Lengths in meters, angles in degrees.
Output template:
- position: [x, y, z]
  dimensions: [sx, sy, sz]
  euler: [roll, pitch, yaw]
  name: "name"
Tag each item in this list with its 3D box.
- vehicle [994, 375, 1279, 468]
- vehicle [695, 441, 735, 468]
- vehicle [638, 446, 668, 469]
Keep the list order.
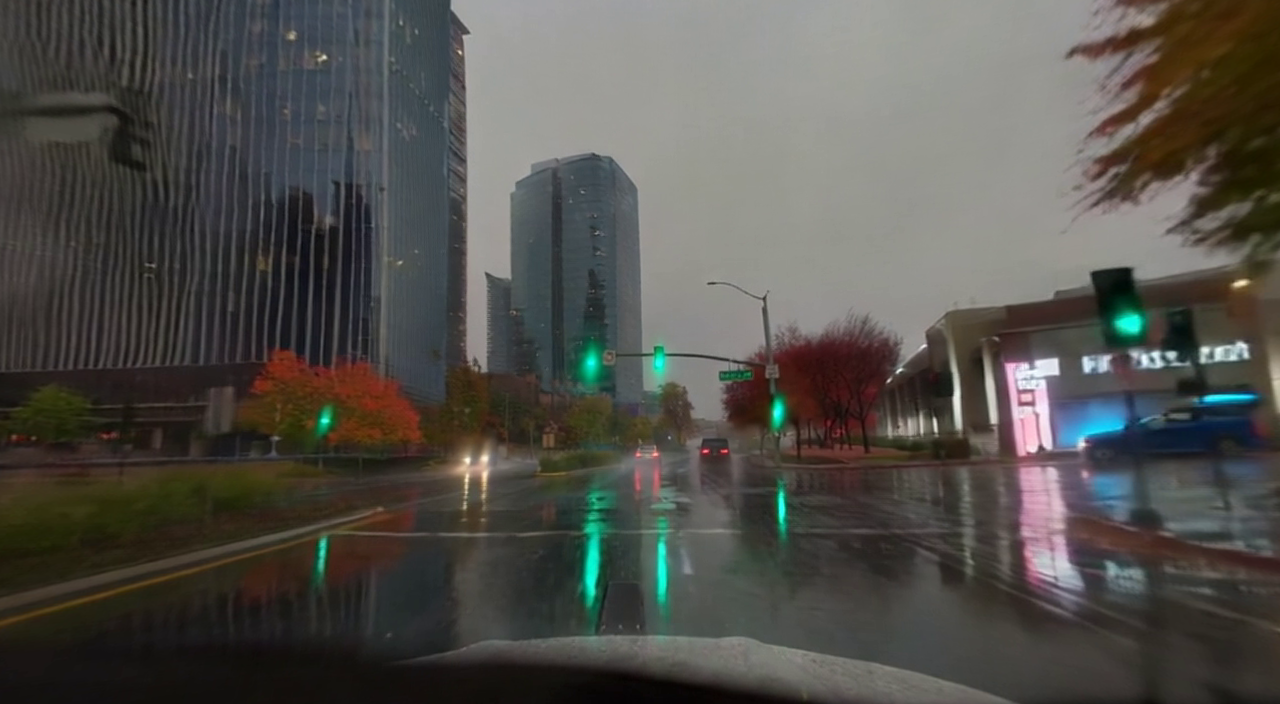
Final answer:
- position: [21.055, 2.904, 25.733]
  dimensions: [10.893, 3.534, 3.195]
  euler: [-1, -9, 5]
  name: "vehicle"
- position: [5.063, 6.990, 43.086]
  dimensions: [2.174, 1.749, 4.739]
  euler: [0, -9, 1]
  name: "vehicle"
- position: [1.014, 7.720, 46.224]
  dimensions: [2.014, 1.525, 4.197]
  euler: [0, -9, 4]
  name: "vehicle"
